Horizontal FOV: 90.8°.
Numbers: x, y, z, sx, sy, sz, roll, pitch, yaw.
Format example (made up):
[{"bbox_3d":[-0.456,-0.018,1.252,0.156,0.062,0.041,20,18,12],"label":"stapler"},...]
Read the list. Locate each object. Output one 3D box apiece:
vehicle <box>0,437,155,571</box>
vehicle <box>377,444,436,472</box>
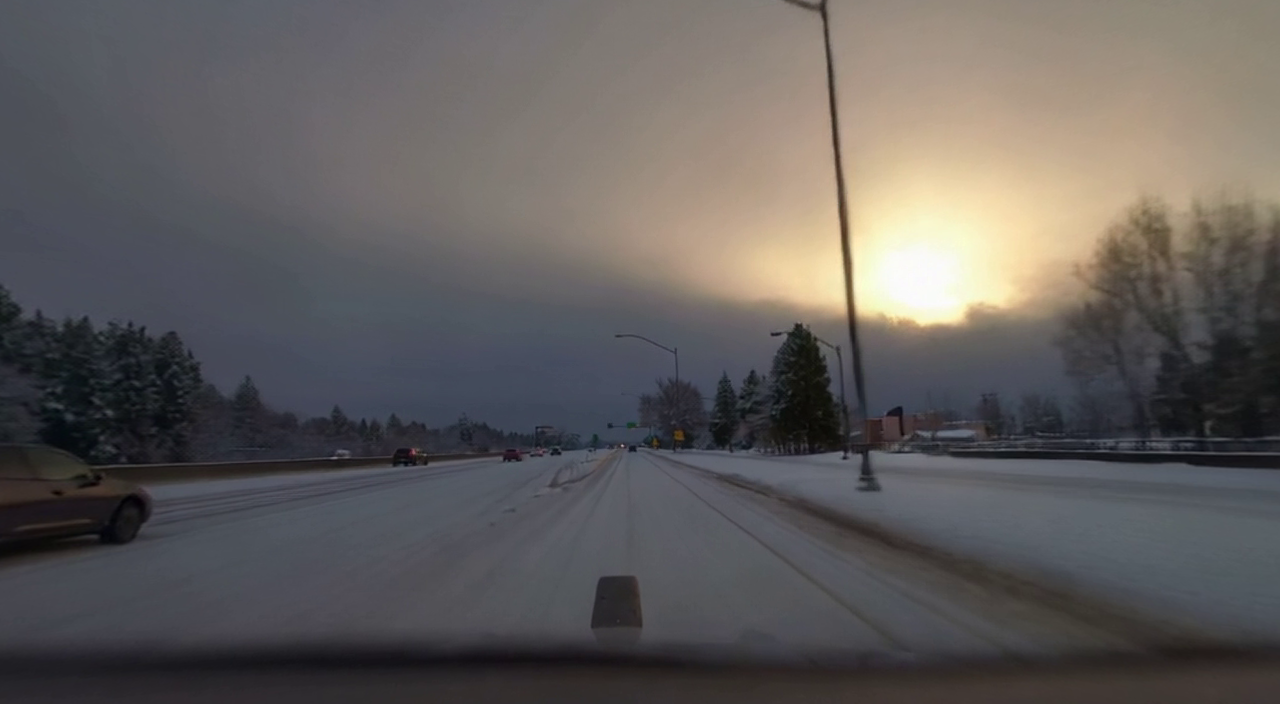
[{"bbox_3d":[-8.093,1.682,6.981,1.940,1.479,4.777,1,-9,-4],"label":"vehicle"},{"bbox_3d":[-14.775,6.709,40.330,2.126,1.671,5.173,1,-9,-4],"label":"vehicle"}]
